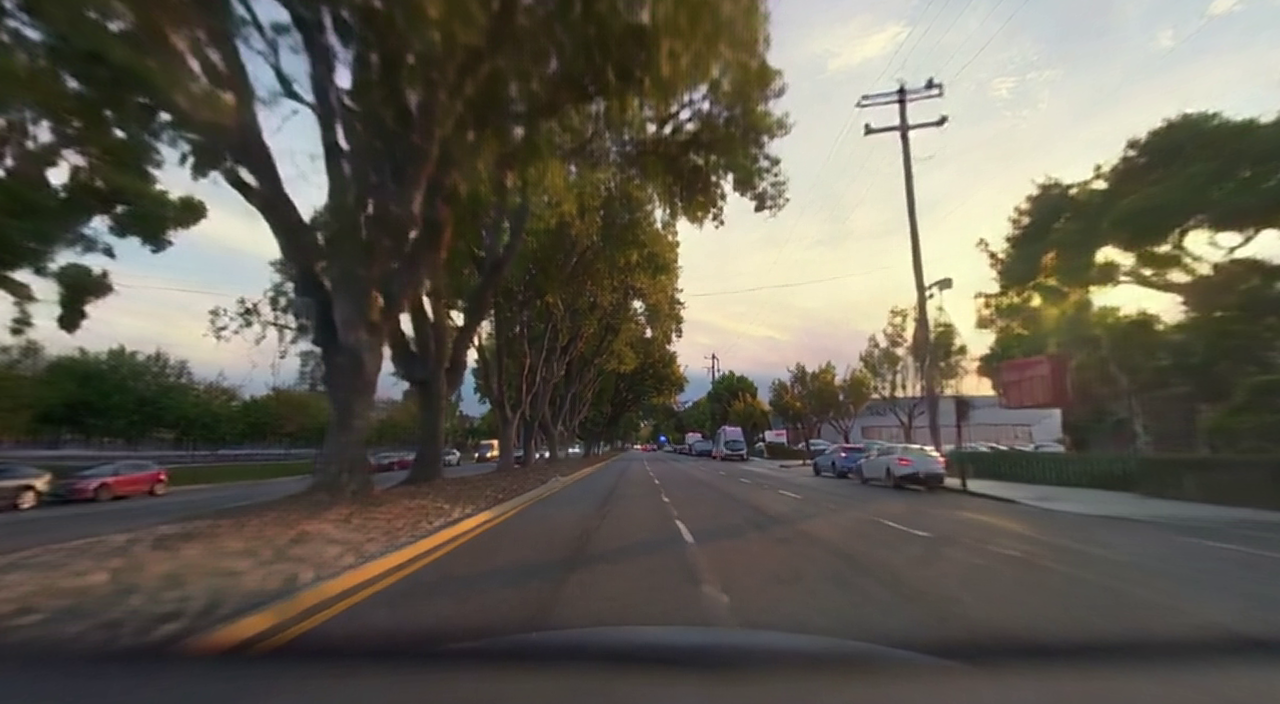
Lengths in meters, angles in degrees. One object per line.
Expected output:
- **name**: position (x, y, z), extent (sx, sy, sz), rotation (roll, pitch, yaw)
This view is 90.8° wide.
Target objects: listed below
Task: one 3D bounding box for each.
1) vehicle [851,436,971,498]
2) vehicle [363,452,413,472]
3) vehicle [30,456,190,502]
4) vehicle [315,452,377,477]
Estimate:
- **vehicle**: position (9.161, 3.885, 21.830), extent (1.994, 1.738, 4.622), rotation (5, -9, -2)
- **vehicle**: position (-19.456, 8.480, 48.918), extent (1.787, 1.482, 4.645), rotation (-1, -9, 3)
- **vehicle**: position (-19.631, 4.692, 23.769), extent (1.840, 1.464, 4.781), rotation (0, -9, 1)
- **vehicle**: position (-19.537, 7.463, 42.223), extent (1.890, 1.468, 4.727), rotation (0, -9, 0)
